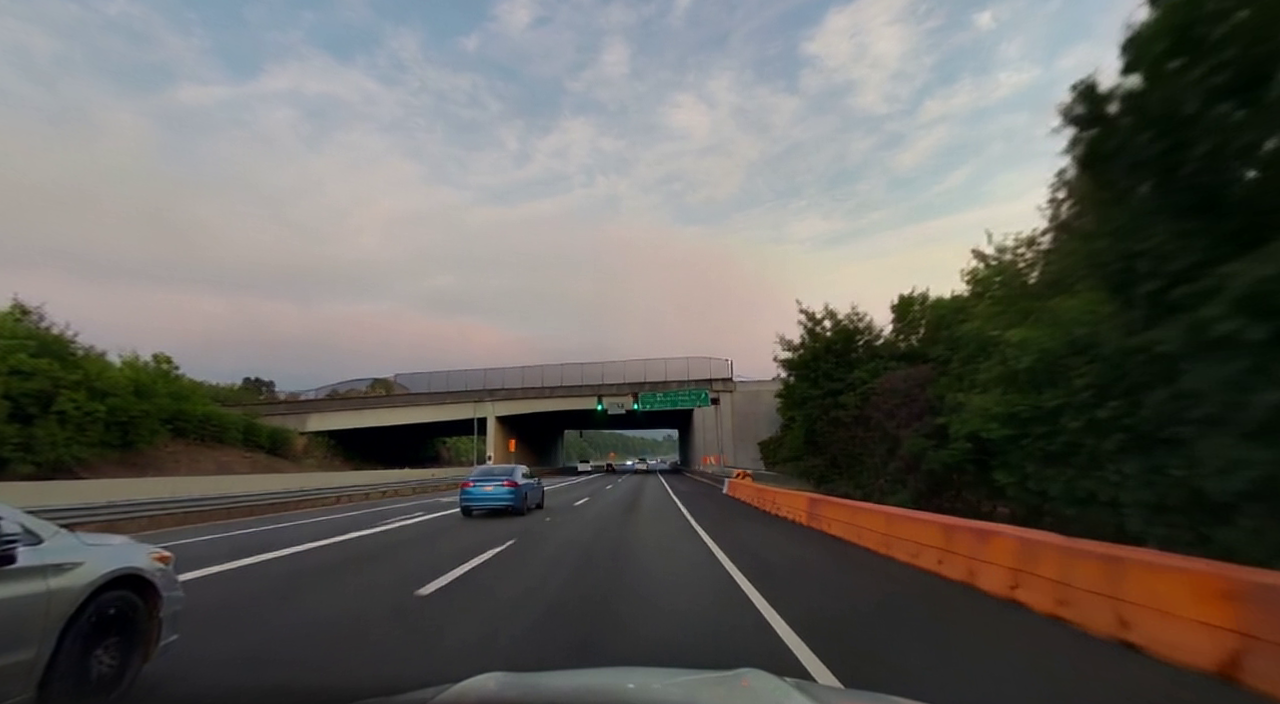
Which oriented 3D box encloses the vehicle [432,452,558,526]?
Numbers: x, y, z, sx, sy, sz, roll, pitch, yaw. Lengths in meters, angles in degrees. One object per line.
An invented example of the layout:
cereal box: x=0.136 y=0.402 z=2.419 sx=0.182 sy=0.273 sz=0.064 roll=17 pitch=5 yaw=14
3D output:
vehicle: x=-3.242 y=3.172 z=14.921 sx=1.992 sy=1.466 sz=3.690 roll=1 pitch=-10 yaw=2

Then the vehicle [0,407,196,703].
vehicle: x=-3.517 y=0.685 z=0.936 sx=2.023 sy=1.507 sz=5.082 roll=1 pitch=-10 yaw=-1
